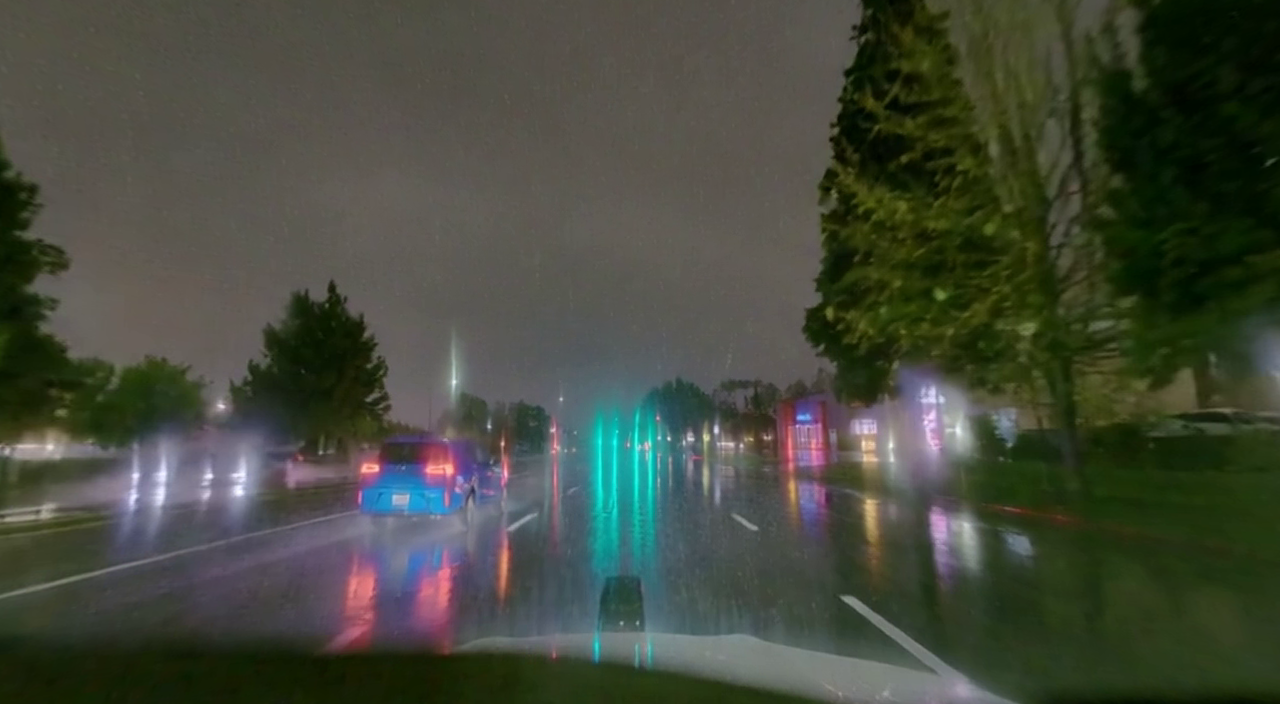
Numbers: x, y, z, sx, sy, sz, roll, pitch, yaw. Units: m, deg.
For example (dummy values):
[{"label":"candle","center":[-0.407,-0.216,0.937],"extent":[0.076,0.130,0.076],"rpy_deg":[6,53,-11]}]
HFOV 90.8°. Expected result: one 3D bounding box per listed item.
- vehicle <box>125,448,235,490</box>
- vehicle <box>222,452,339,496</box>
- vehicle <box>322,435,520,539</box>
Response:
[{"label":"vehicle","center":[-22.893,5.820,31.736],"extent":[1.986,1.897,4.636],"rpy_deg":[0,-8,0]},{"label":"vehicle","center":[-12.698,4.292,22.637],"extent":[1.855,1.373,3.917],"rpy_deg":[0,-8,0]},{"label":"vehicle","center":[-3.547,2.250,11.212],"extent":[2.005,1.477,4.169],"rpy_deg":[0,-8,0]}]
